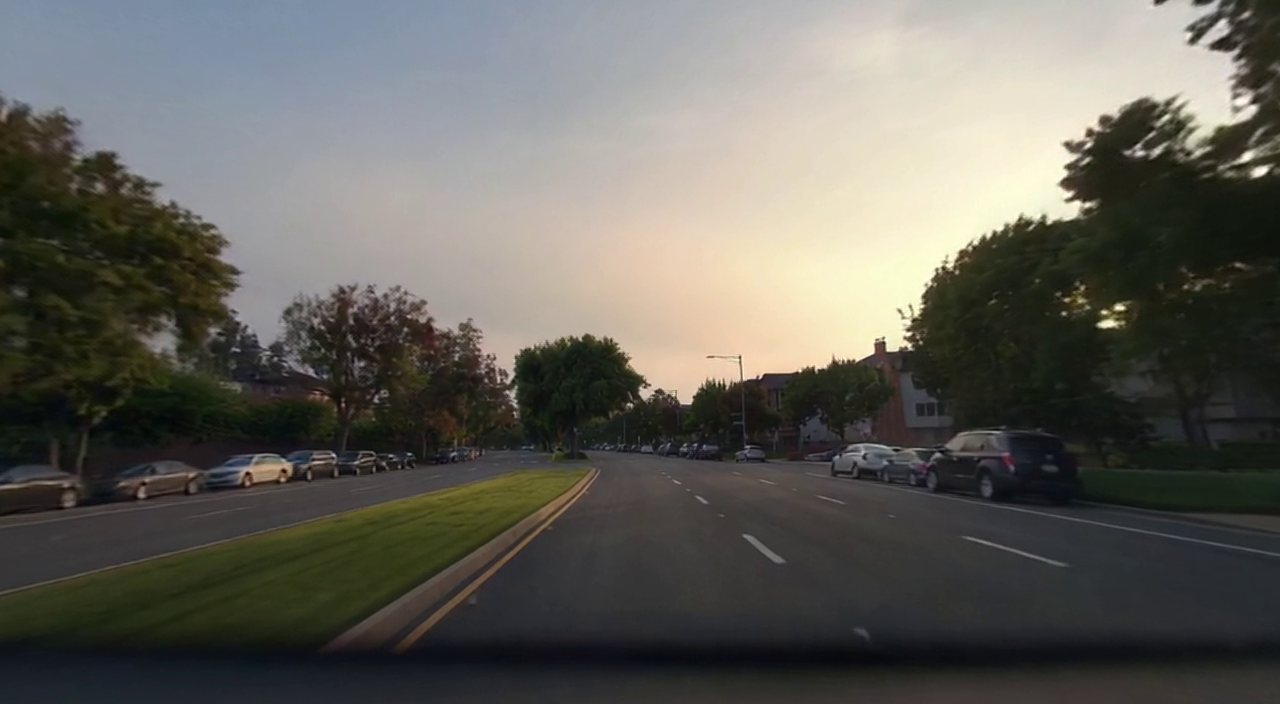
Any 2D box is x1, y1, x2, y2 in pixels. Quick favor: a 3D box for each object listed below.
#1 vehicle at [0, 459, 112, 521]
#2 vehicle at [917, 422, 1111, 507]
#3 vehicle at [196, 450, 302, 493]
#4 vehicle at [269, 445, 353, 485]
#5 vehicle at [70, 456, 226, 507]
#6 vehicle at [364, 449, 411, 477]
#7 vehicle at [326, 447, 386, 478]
[{"bbox_3d":[-17.084,3.695,17.022,1.891,1.474,4.437,-1,-9,-2],"label":"vehicle"},{"bbox_3d":[9.934,3.046,17.423,2.091,1.962,5.091,1,-9,-2],"label":"vehicle"},{"bbox_3d":[-17.182,5.221,27.993,1.859,1.694,4.638,0,-9,-2],"label":"vehicle"},{"bbox_3d":[-17.513,5.996,33.878,2.099,1.917,4.720,0,-9,-3],"label":"vehicle"},{"bbox_3d":[-17.038,4.461,22.200,1.807,1.466,4.693,-1,-9,-1],"label":"vehicle"},{"bbox_3d":[-18.022,7.894,45.123,1.802,1.477,4.648,-3,-6,-5],"label":"vehicle"},{"bbox_3d":[-17.816,6.917,39.753,1.883,1.775,4.466,0,-9,-3],"label":"vehicle"}]
